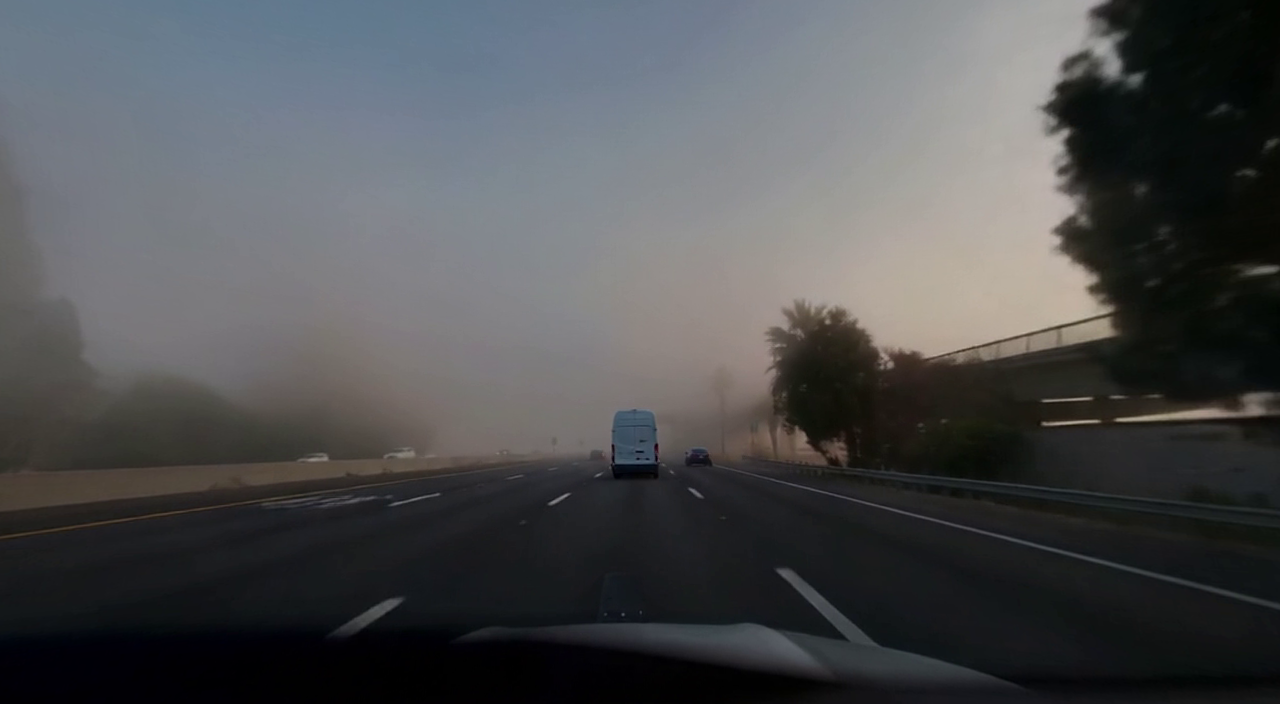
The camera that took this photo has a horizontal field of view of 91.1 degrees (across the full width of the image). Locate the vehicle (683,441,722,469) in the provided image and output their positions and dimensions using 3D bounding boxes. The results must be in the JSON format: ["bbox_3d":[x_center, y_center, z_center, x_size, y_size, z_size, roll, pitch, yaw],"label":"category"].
[{"bbox_3d":[3.803,6.347,38.854,1.987,1.648,3.984,0,-8,0],"label":"vehicle"}]

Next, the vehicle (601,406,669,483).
[{"bbox_3d":[-0.055,3.791,25.754,2.476,2.776,5.598,0,-8,2],"label":"vehicle"}]
